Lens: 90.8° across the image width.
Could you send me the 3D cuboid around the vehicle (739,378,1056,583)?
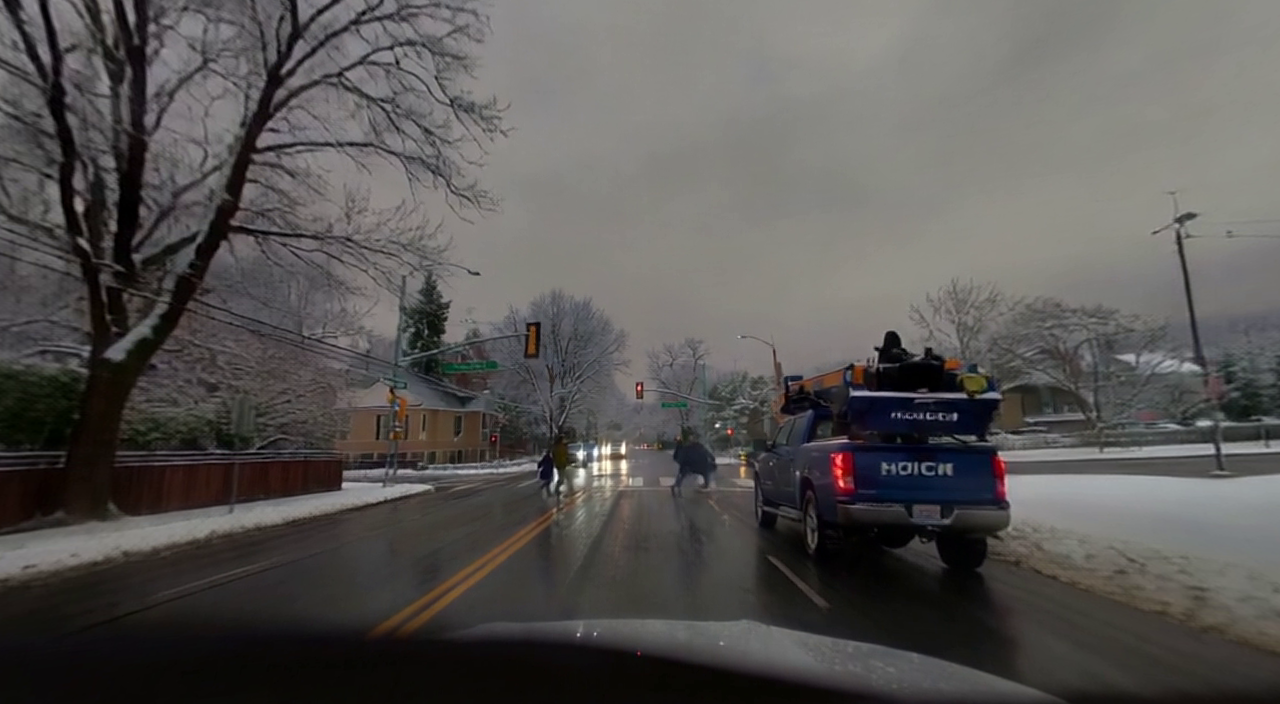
[{"bbox_3d":[2.982,1.673,9.053,2.177,2.015,5.463,0,-9,0],"label":"vehicle"}]
